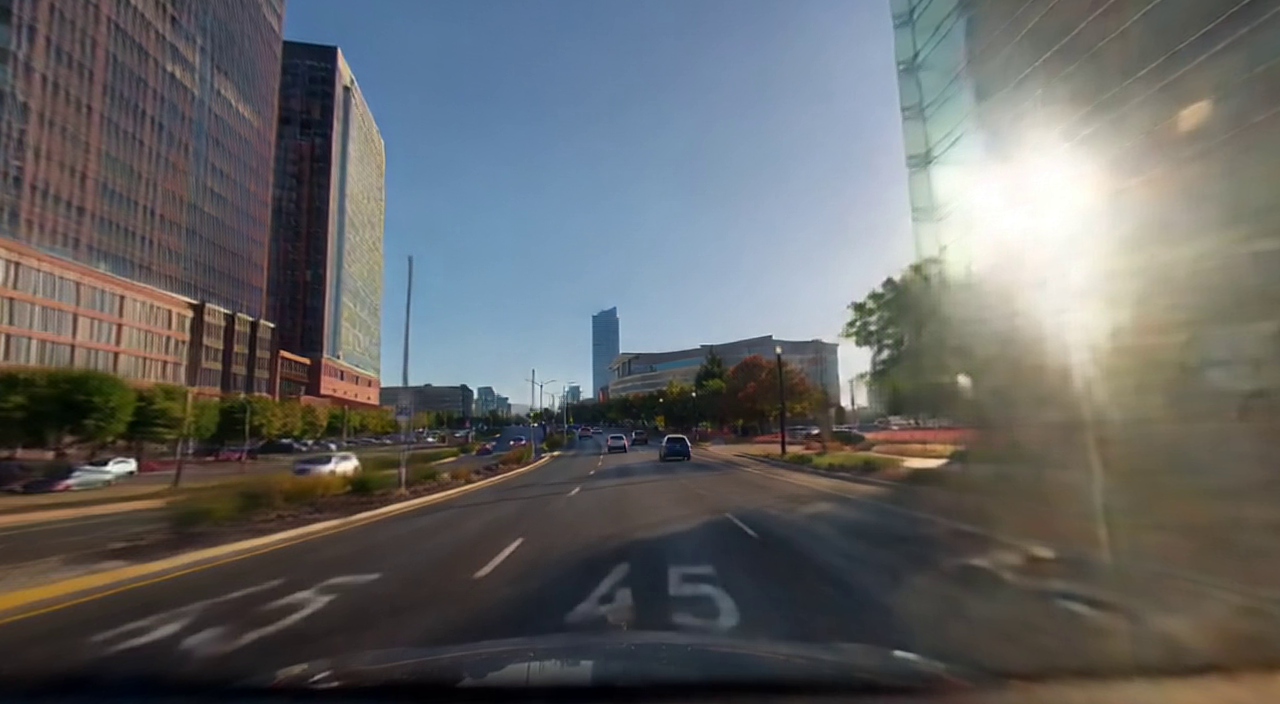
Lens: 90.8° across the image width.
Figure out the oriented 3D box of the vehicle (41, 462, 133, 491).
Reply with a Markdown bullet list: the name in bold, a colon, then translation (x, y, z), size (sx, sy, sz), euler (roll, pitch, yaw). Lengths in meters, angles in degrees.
- **vehicle**: translation (-29.289, 6.593, 33.603), size (1.655, 1.389, 3.364), euler (0, -9, 4)

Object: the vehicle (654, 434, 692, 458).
- **vehicle**: translation (2.154, 6.291, 42.217), size (2.090, 1.506, 4.382), euler (0, -8, -3)
